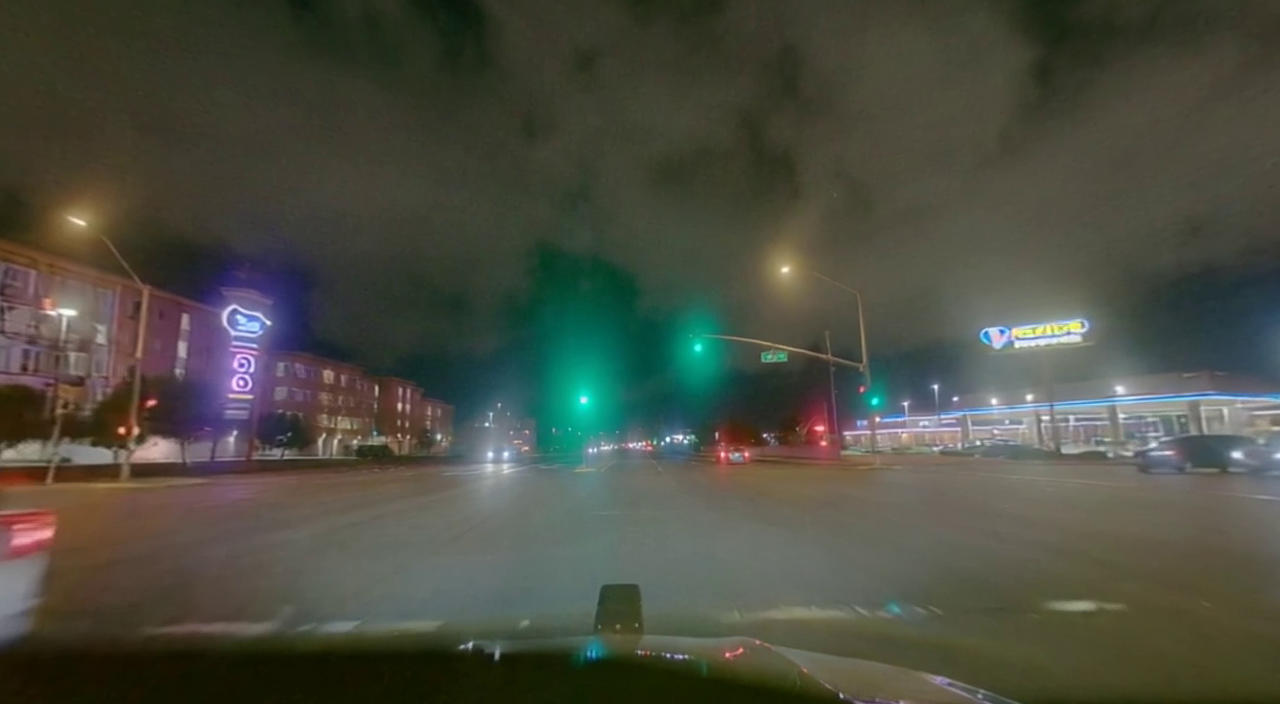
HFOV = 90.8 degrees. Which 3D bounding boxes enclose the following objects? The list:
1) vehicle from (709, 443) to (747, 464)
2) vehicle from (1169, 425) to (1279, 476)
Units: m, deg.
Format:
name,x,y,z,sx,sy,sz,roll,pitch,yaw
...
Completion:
name,x,y,z,sx,sy,sz,roll,pitch,yaw
vehicle,6.261,7.286,45.365,1.916,1.437,4.327,0,-9,-3
vehicle,19.613,3.048,19.616,4.722,1.477,1.964,1,-9,-4
